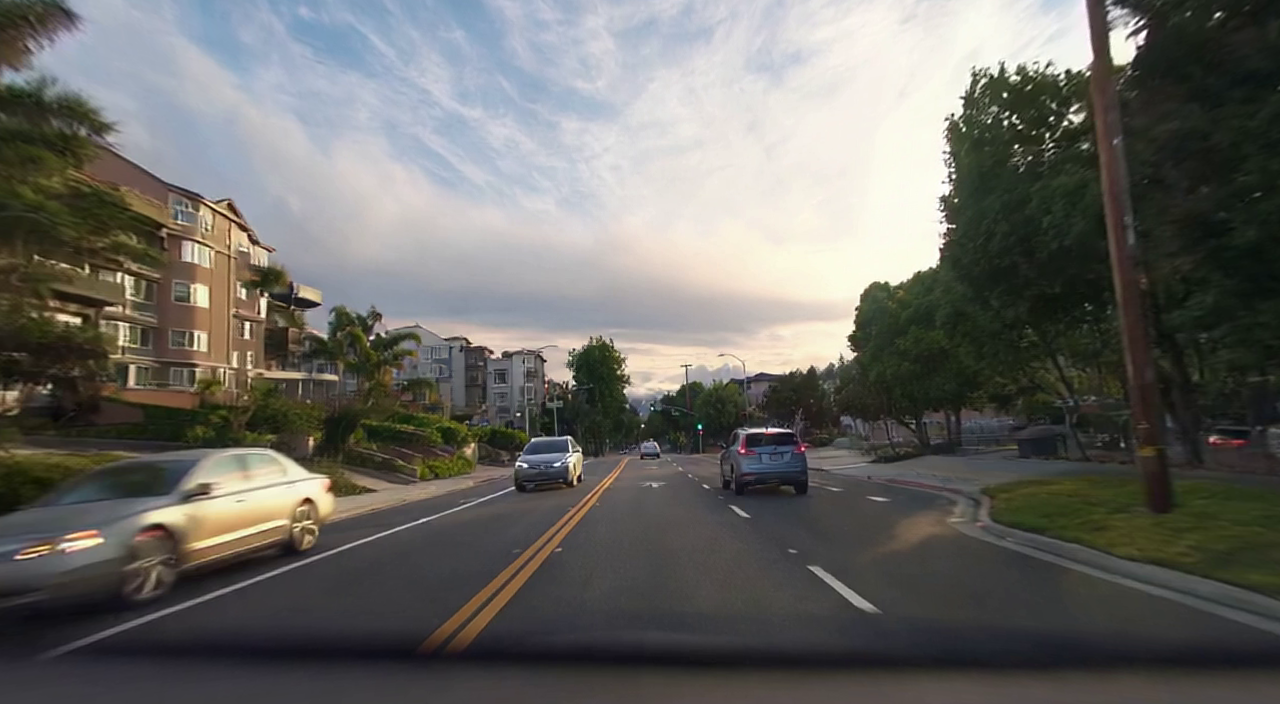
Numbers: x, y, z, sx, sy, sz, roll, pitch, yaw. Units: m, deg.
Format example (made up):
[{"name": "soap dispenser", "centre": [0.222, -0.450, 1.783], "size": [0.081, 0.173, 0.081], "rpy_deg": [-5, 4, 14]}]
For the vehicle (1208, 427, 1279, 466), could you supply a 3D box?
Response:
[{"name": "vehicle", "centre": [27.671, 4.045, 27.256], "size": [4.251, 1.597, 2.132], "rpy_deg": [-8, -10, 35]}]

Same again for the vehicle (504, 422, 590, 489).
[{"name": "vehicle", "centre": [-2.932, 3.428, 21.139], "size": [2.110, 1.936, 5.020], "rpy_deg": [0, -8, 0]}]

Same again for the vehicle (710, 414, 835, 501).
[{"name": "vehicle", "centre": [3.161, 2.666, 16.255], "size": [2.130, 1.863, 4.844], "rpy_deg": [0, -8, 0]}]

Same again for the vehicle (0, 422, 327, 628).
[{"name": "vehicle", "centre": [-6.069, 1.868, 7.846], "size": [2.143, 1.819, 4.292], "rpy_deg": [0, -8, -1]}]

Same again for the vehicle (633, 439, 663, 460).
[{"name": "vehicle", "centre": [0.561, 7.090, 45.848], "size": [2.097, 1.463, 4.043], "rpy_deg": [0, -8, 0]}]
